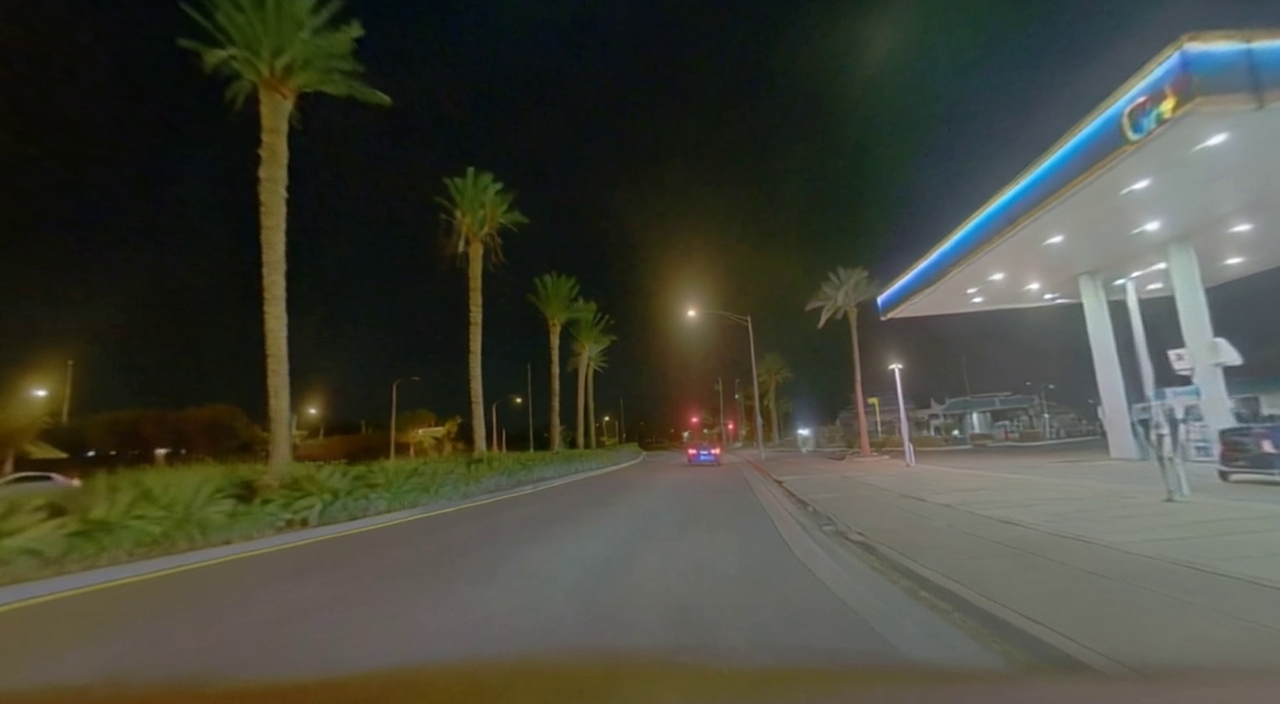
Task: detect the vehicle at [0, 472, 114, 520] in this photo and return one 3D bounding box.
[{"bbox_3d":[-22.621,5.279,23.386,1.825,1.441,4.656,-1,-8,6],"label":"vehicle"}]

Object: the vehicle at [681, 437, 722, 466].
[{"bbox_3d":[3.415,5.404,34.330,2.050,1.509,4.148,-1,-8,8],"label":"vehicle"}]

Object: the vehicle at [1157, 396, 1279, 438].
[{"bbox_3d":[27.619,3.079,29.601,4.513,1.657,2.002,-5,-9,12],"label":"vehicle"}]
